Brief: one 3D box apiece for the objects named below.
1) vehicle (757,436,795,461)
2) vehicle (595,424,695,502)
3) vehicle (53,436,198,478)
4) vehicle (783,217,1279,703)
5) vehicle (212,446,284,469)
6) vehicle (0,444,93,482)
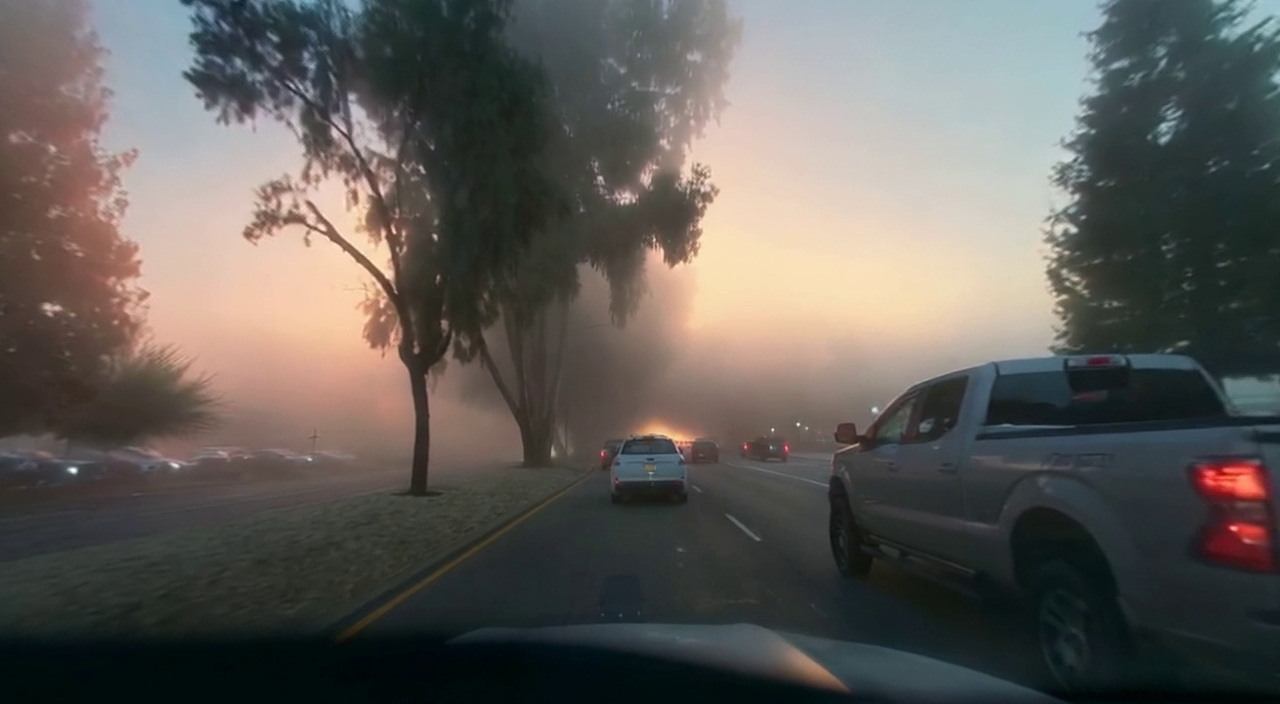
[{"bbox_3d":[9.140,6.539,42.595,2.091,1.612,4.121,-1,-9,6],"label":"vehicle"},{"bbox_3d":[0.096,2.692,15.587,2.145,1.650,4.021,0,-9,0],"label":"vehicle"},{"bbox_3d":[-32.285,6.644,40.049,2.664,2.215,7.903,-3,-9,-1],"label":"vehicle"},{"bbox_3d":[3.295,0.998,5.162,2.731,2.101,6.047,0,-9,-1],"label":"vehicle"},{"bbox_3d":[-28.191,7.594,45.320,3.894,1.527,1.872,-1,-10,-1],"label":"vehicle"},{"bbox_3d":[-27.625,4.964,28.282,4.225,1.555,1.852,1,-8,-2],"label":"vehicle"}]
